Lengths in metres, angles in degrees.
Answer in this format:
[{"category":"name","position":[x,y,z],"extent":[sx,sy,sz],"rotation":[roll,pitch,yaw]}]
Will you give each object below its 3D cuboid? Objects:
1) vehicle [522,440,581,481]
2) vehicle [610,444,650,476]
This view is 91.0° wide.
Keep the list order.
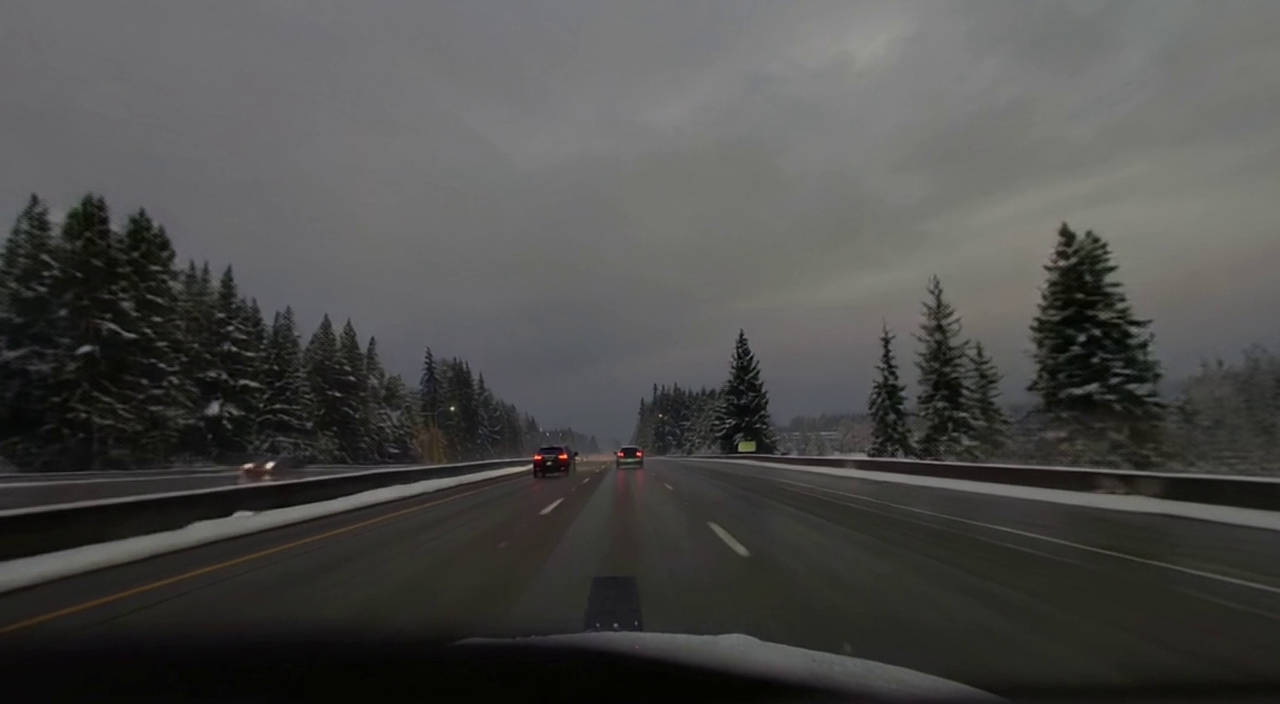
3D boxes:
[{"category":"vehicle","position":[-4.056,5.050,29.550],"extent":[2.130,1.741,4.665],"rotation":[0,-9,0]},{"category":"vehicle","position":[-0.543,6.074,35.758],"extent":[2.130,1.684,3.826],"rotation":[0,-8,-1]}]
